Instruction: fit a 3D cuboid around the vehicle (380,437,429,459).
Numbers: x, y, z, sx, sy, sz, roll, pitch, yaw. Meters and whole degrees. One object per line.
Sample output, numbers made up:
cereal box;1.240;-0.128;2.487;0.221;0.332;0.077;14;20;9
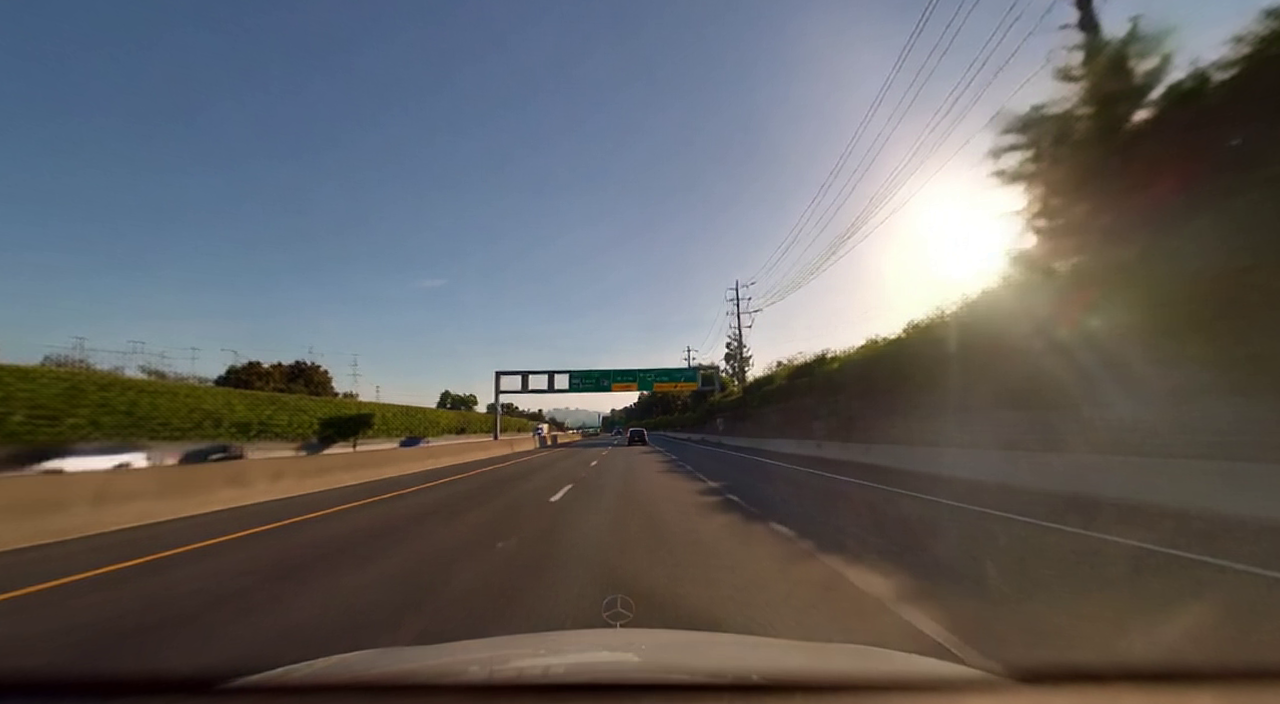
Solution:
vehicle;-17.129;6.971;46.037;1.860;1.505;4.566;0;-8;-1
